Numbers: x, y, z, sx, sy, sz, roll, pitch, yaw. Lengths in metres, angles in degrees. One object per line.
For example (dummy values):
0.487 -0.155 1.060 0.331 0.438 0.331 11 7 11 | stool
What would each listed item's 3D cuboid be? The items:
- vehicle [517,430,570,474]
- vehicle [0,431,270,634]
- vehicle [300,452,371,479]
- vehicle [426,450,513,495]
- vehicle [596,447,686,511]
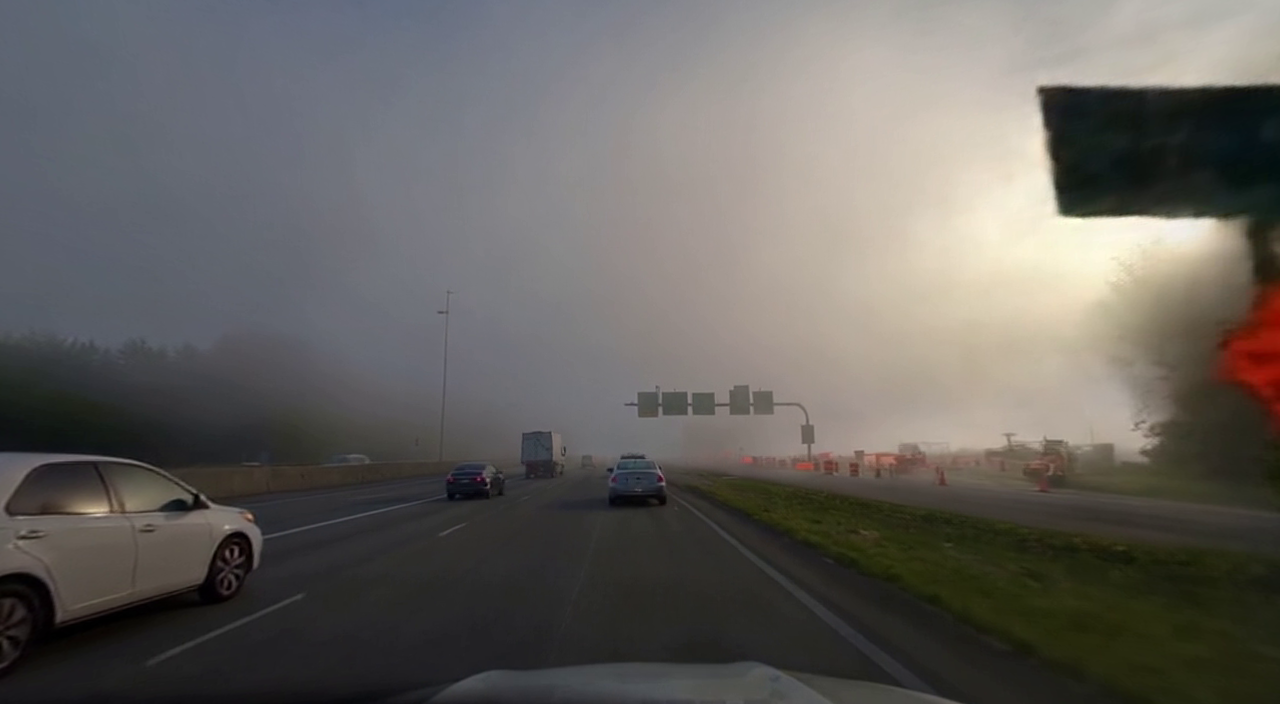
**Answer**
-6.149 6.516 41.043 2.326 2.645 6.249 -1 -9 2 | vehicle
-5.681 1.505 5.739 1.892 1.481 4.573 0 -9 -1 | vehicle
-19.485 7.265 40.508 2.357 1.631 4.515 0 -9 -1 | vehicle
-6.012 4.279 22.688 2.063 1.417 4.000 0 -9 -1 | vehicle
-0.012 3.224 16.440 2.080 1.451 3.512 0 -9 -1 | vehicle
